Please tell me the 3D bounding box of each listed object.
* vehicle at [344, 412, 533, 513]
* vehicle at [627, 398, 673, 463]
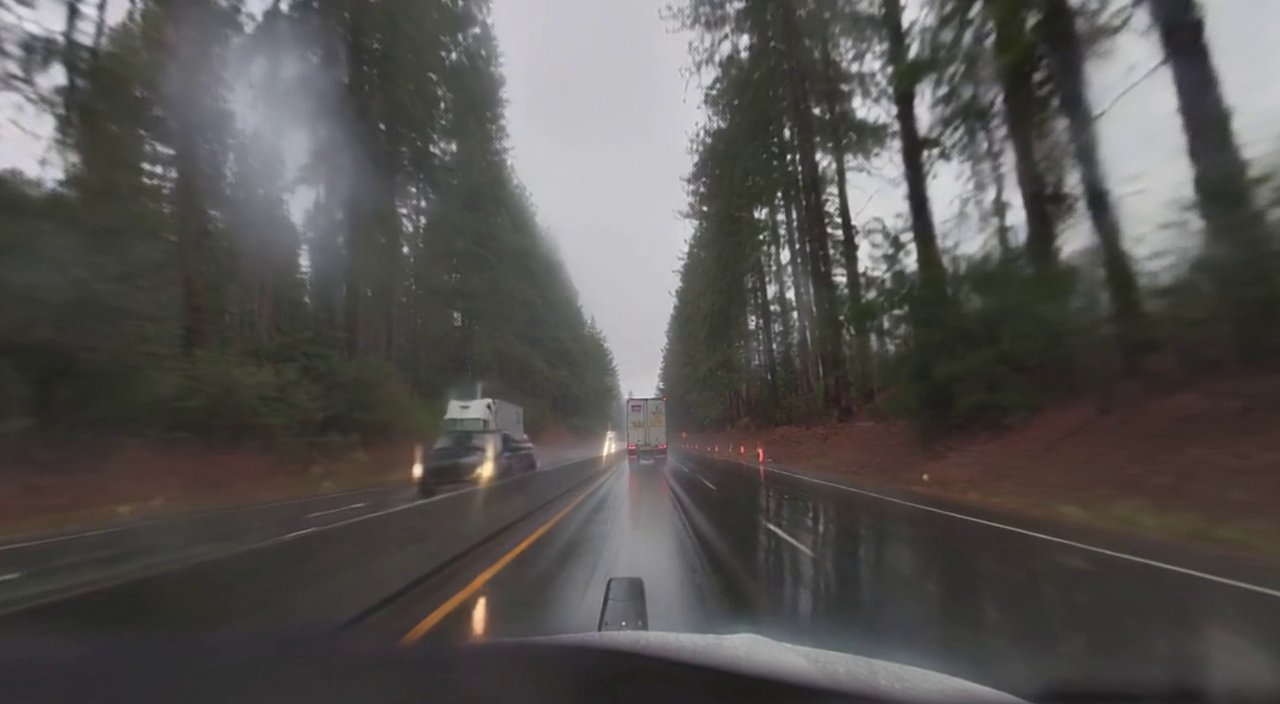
[{"bbox_3d":[-4.744,2.763,16.344,2.771,2.097,6.248,0,-8,0],"label":"vehicle"},{"bbox_3d":[0.523,5.799,45.750,2.935,4.068,11.036,0,-8,-1],"label":"vehicle"}]
